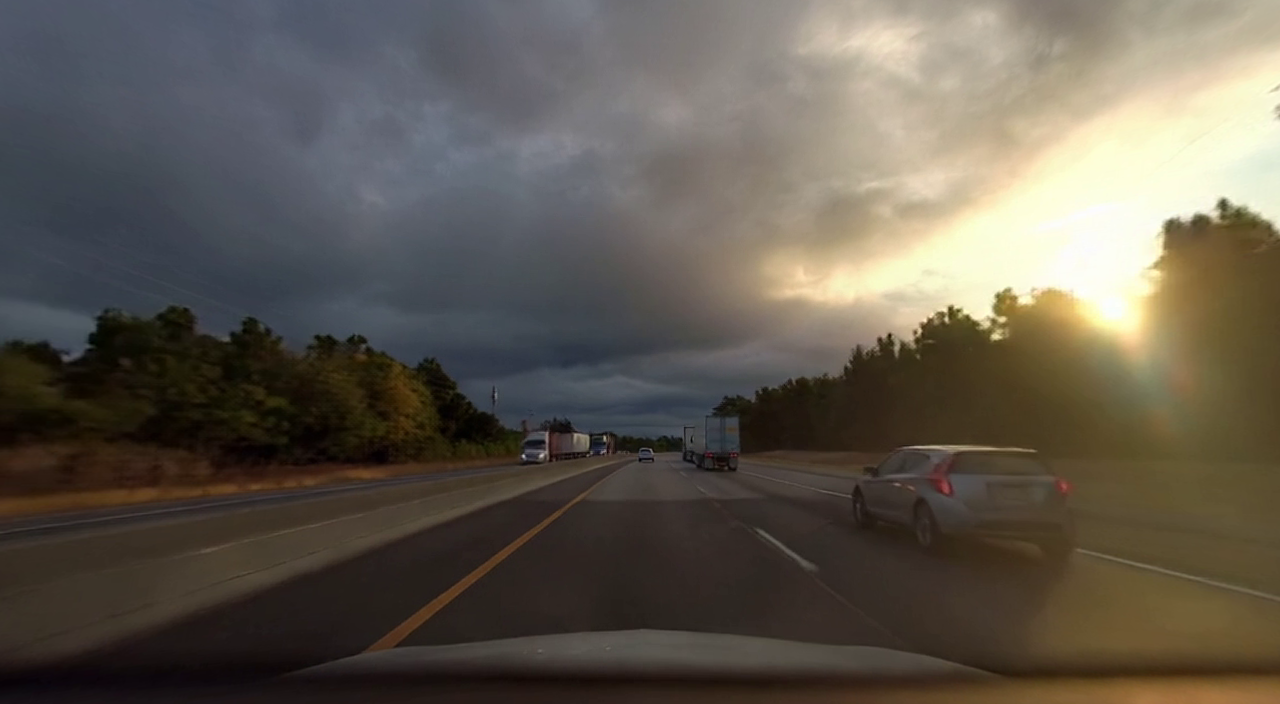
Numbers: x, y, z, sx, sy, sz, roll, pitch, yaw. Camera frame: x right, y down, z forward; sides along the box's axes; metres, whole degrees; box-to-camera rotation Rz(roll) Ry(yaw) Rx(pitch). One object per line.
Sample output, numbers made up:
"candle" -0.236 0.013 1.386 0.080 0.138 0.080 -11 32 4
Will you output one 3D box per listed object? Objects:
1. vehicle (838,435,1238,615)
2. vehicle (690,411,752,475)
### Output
"vehicle" 3.897 1.727 7.214 1.893 1.442 4.039 0 -9 0
"vehicle" 4.986 5.983 41.145 2.866 3.558 11.674 0 -9 2
